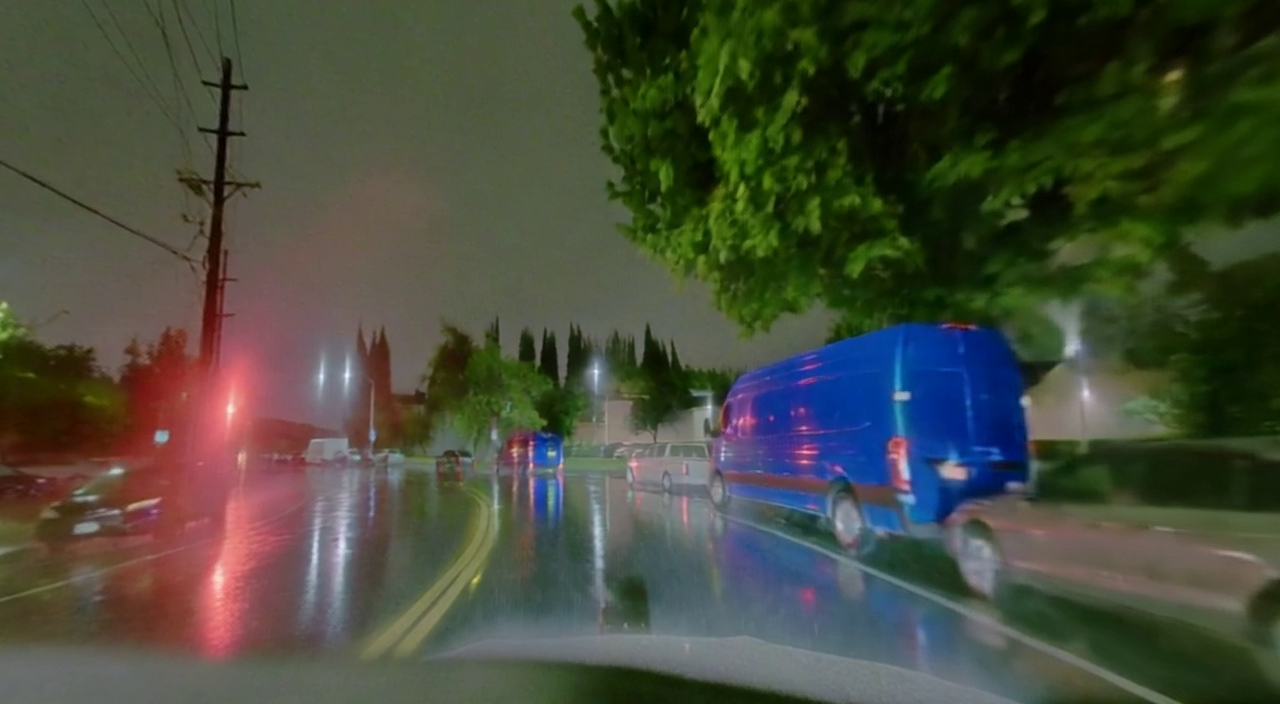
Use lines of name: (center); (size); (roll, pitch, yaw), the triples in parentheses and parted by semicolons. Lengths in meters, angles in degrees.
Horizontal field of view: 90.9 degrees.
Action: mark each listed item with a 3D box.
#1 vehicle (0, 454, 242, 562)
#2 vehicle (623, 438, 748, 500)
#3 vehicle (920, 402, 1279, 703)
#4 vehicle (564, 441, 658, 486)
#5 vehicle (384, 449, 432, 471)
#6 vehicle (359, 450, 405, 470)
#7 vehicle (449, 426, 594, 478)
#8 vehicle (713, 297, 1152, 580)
vehicle: (-8.977, 2.599, 11.231); (1.985, 1.485, 3.820); (2, -9, -14)
vehicle: (1.065, 3.136, 17.463); (1.961, 1.456, 4.569); (2, -9, -16)
vehicle: (3.740, 1.100, 3.779); (1.891, 1.466, 4.362); (0, -8, -3)
vehicle: (-1.203, 4.088, 23.480); (1.957, 1.479, 4.554); (3, -9, -24)
vehicle: (-16.709, 7.732, 45.318); (1.804, 1.453, 4.462); (7, -11, -39)
vehicle: (-20.315, 8.476, 49.529); (1.762, 1.444, 4.906); (7, -11, -41)
vehicle: (-6.458, 5.115, 32.395); (3.041, 2.164, 10.370); (4, -10, -36)
vehicle: (3.303, 1.311, 9.629); (2.406, 2.689, 6.916); (1, -8, -10)
